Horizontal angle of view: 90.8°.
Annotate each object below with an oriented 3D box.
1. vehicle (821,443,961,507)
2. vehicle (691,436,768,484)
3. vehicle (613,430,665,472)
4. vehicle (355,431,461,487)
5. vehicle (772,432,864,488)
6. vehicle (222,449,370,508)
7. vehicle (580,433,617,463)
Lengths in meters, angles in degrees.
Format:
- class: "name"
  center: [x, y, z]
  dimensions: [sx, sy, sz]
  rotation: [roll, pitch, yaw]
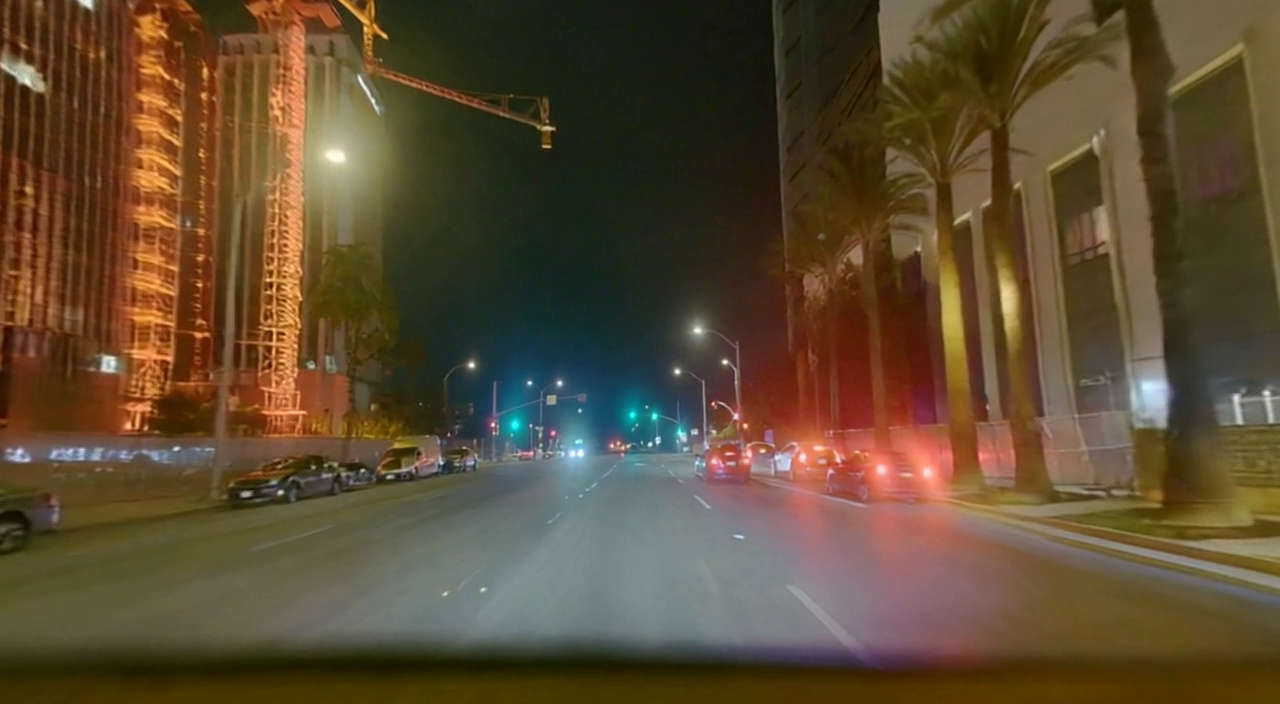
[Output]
- class: "vehicle"
  center: [6.424, 3.161, 16.772]
  dimensions: [1.819, 1.435, 4.337]
  rotation: [0, -8, -1]
- class: "vehicle"
  center: [3.010, 3.724, 22.077]
  dimensions: [1.999, 1.487, 3.939]
  rotation: [0, -8, -2]
- class: "vehicle"
  center: [-0.060, 4.641, 29.695]
  dimensions: [2.264, 1.798, 4.258]
  rotation: [0, -8, 0]
- class: "vehicle"
  center: [-10.070, 4.775, 28.049]
  dimensions: [2.294, 1.948, 6.025]
  rotation: [-6, -10, 0]
- class: "vehicle"
  center: [6.256, 3.855, 22.823]
  dimensions: [1.886, 1.792, 4.525]
  rotation: [0, -8, -1]
- class: "vehicle"
  center: [-9.971, 3.649, 18.841]
  dimensions: [1.804, 1.478, 4.734]
  rotation: [0, -8, 0]
- class: "vehicle"
  center: [-2.718, 6.475, 42.603]
  dimensions: [2.180, 1.879, 4.452]
  rotation: [0, -8, 1]
